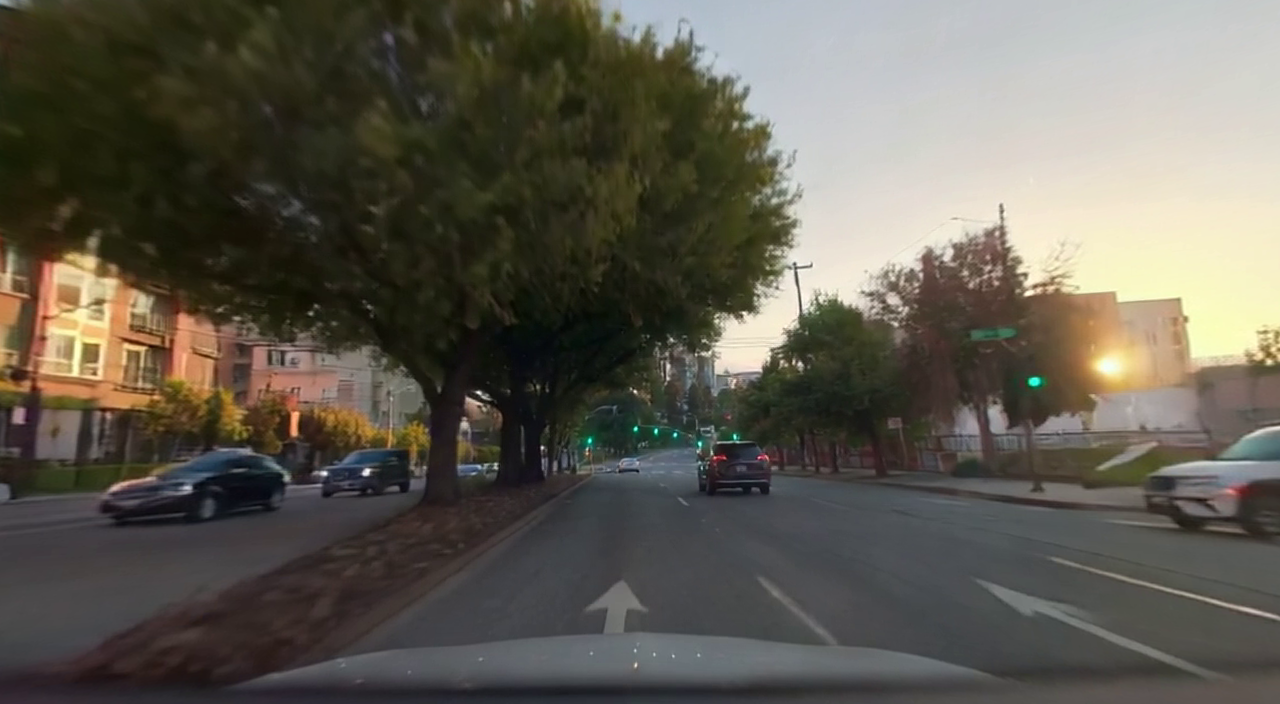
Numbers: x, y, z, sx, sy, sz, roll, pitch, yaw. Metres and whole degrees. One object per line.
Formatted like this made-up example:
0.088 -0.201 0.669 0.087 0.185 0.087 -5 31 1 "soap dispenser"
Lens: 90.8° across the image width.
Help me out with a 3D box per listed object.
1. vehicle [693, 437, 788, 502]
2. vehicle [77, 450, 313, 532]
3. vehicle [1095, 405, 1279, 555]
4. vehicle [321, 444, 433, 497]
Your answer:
3.101 3.739 20.608 2.129 1.844 4.767 0 -8 -2 "vehicle"
-9.377 2.906 13.911 1.905 1.451 4.425 0 -8 1 "vehicle"
10.275 1.821 9.289 5.208 1.958 2.237 -1 -8 8 "vehicle"
-9.559 4.311 23.520 1.939 1.744 5.079 0 -8 0 "vehicle"
